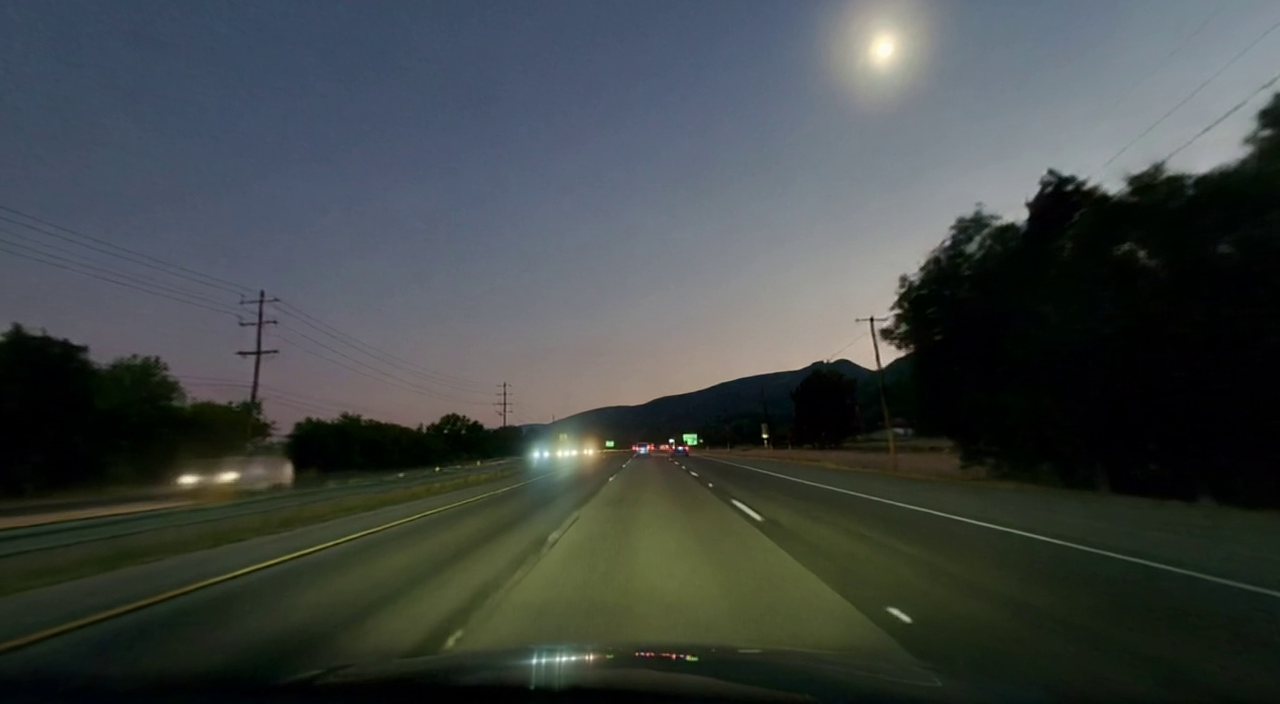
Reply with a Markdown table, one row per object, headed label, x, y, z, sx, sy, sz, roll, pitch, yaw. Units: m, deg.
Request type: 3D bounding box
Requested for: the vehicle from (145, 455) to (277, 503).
| label | x | y | z | sx | sy | sz | roll | pitch | yaw |
| --- | --- | --- | --- | --- | --- | --- | --- | --- | --- |
| vehicle | -16.633 | 4.902 | 24.815 | 1.881 | 1.598 | 4.569 | 0 | -8 | 1 |
